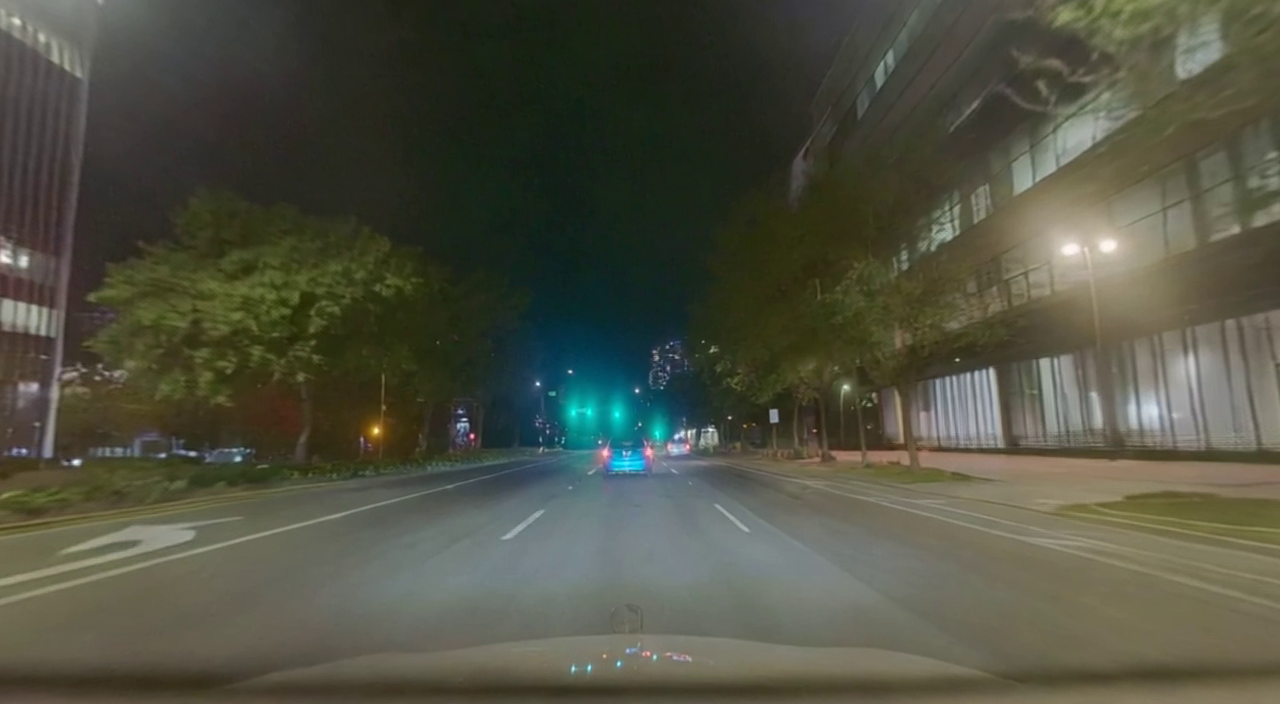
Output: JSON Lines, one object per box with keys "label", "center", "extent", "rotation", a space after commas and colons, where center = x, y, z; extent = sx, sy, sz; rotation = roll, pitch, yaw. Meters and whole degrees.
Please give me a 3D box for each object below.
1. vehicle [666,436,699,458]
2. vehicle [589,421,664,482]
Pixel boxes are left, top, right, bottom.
{"label": "vehicle", "center": [3.072, 7.024, 46.670], "extent": [2.065, 1.495, 4.792], "rotation": [0, -8, -1]}
{"label": "vehicle", "center": [-0.455, 3.429, 21.951], "extent": [2.313, 1.860, 4.319], "rotation": [0, -8, -1]}
